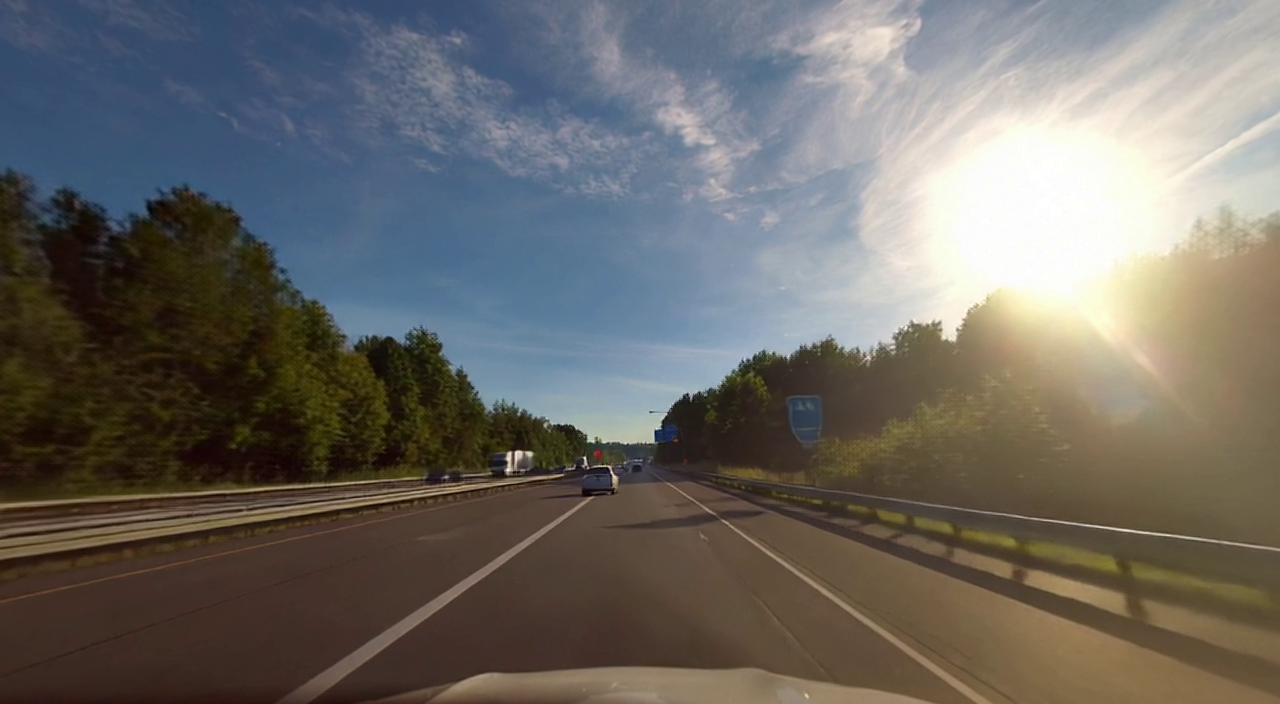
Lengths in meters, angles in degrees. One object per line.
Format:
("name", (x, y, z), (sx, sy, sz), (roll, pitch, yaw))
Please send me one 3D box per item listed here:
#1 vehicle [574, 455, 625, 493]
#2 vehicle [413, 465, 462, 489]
("vehicle", (-1.877, 5.895, 30.506), (2.104, 1.655, 4.039), (0, -10, 2))
("vehicle", (-12.839, 7.939, 40.230), (1.810, 1.418, 3.958), (1, -10, 0))
